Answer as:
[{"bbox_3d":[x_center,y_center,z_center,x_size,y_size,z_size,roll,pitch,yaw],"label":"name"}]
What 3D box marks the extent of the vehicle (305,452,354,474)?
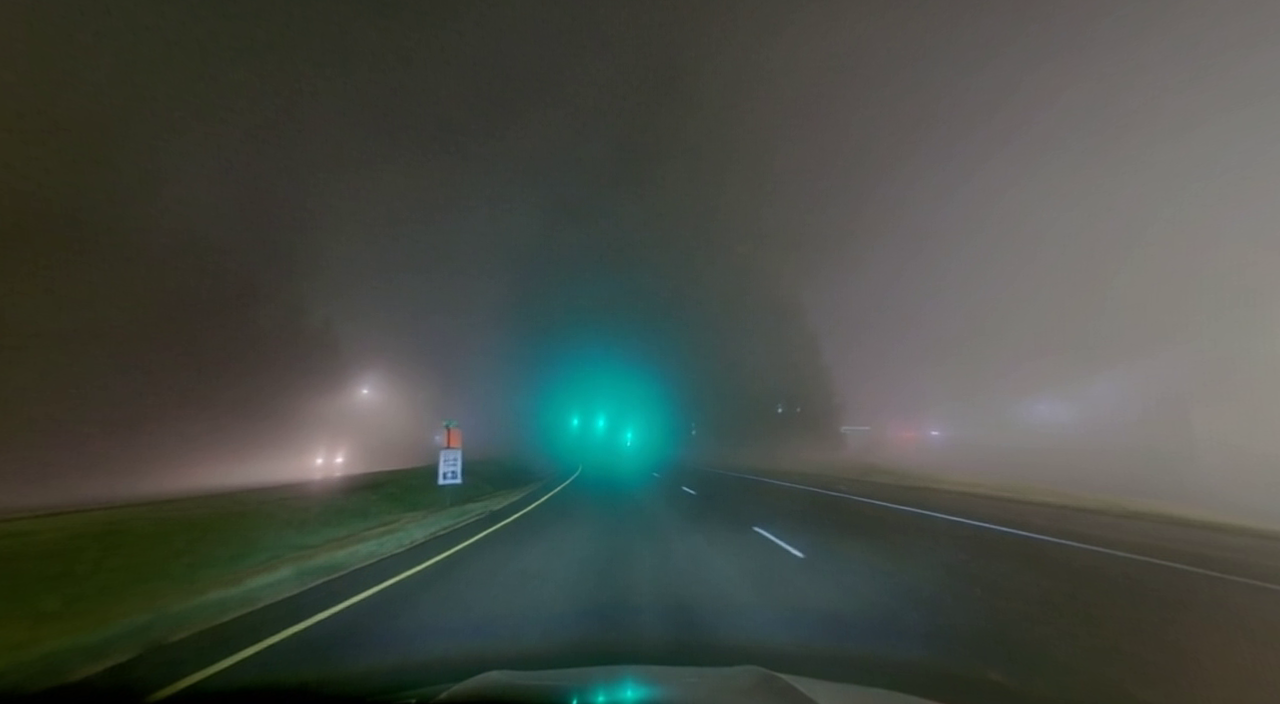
[{"bbox_3d":[-24.250,8.640,49.503,1.895,1.604,4.349,1,-8,-5],"label":"vehicle"}]
